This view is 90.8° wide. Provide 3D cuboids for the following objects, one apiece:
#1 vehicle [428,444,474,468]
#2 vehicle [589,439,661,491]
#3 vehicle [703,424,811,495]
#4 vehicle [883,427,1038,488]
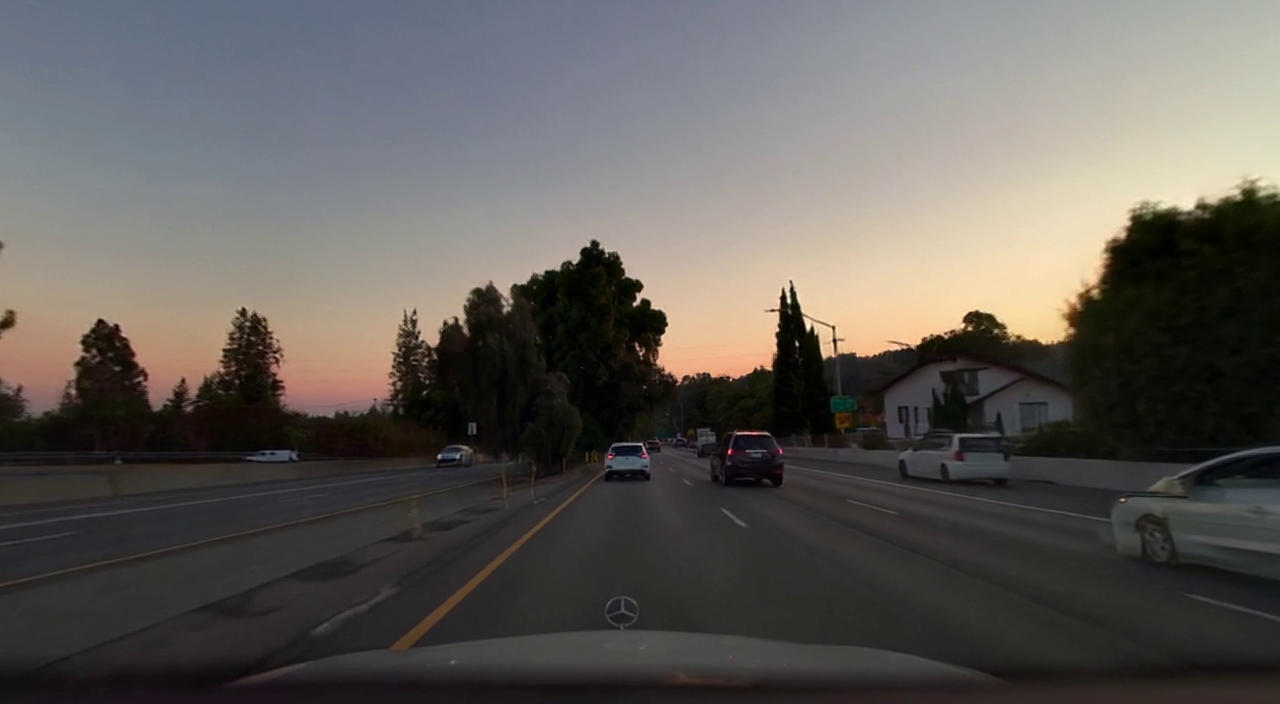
[{"bbox_3d":[-14.227,7.805,47.788,1.971,1.718,4.408,0,-8,1],"label":"vehicle"},{"bbox_3d":[-0.434,3.511,19.923,2.040,1.451,3.736,0,-8,0],"label":"vehicle"},{"bbox_3d":[3.294,3.152,18.887,2.186,1.842,4.553,0,-8,-2],"label":"vehicle"},{"bbox_3d":[11.285,3.784,23.011,2.533,1.900,6.143,0,-8,1],"label":"vehicle"}]
